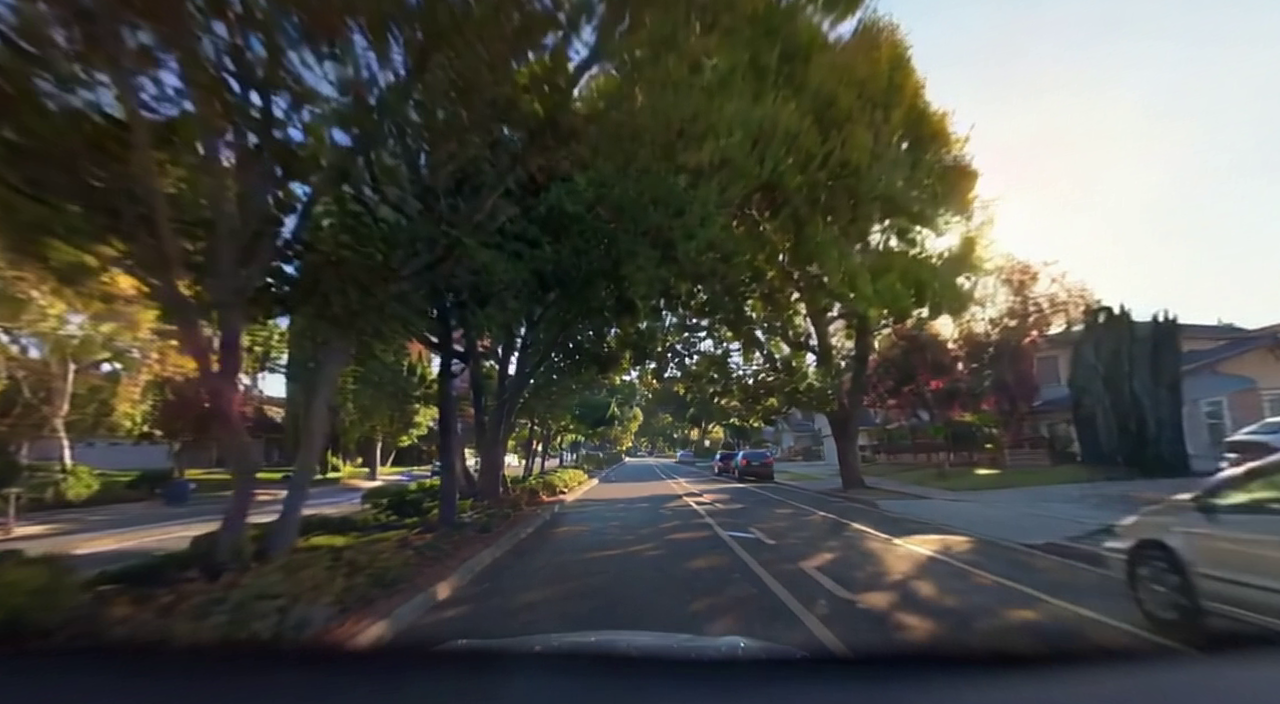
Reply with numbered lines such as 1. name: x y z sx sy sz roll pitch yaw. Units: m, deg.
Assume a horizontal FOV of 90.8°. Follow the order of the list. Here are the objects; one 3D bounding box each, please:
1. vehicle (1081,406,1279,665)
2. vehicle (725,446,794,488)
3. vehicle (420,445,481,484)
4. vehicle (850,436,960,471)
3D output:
1. vehicle: 5.228 1.155 3.799 2.001 1.693 4.311 0 -9 0
2. vehicle: 4.905 4.789 26.768 1.900 1.608 5.037 0 -8 0
3. vehicle: -12.171 7.209 40.906 2.396 2.159 5.470 -2 -8 -1
4. vehicle: 13.752 5.299 33.000 4.789 1.556 1.897 -3 -8 1
